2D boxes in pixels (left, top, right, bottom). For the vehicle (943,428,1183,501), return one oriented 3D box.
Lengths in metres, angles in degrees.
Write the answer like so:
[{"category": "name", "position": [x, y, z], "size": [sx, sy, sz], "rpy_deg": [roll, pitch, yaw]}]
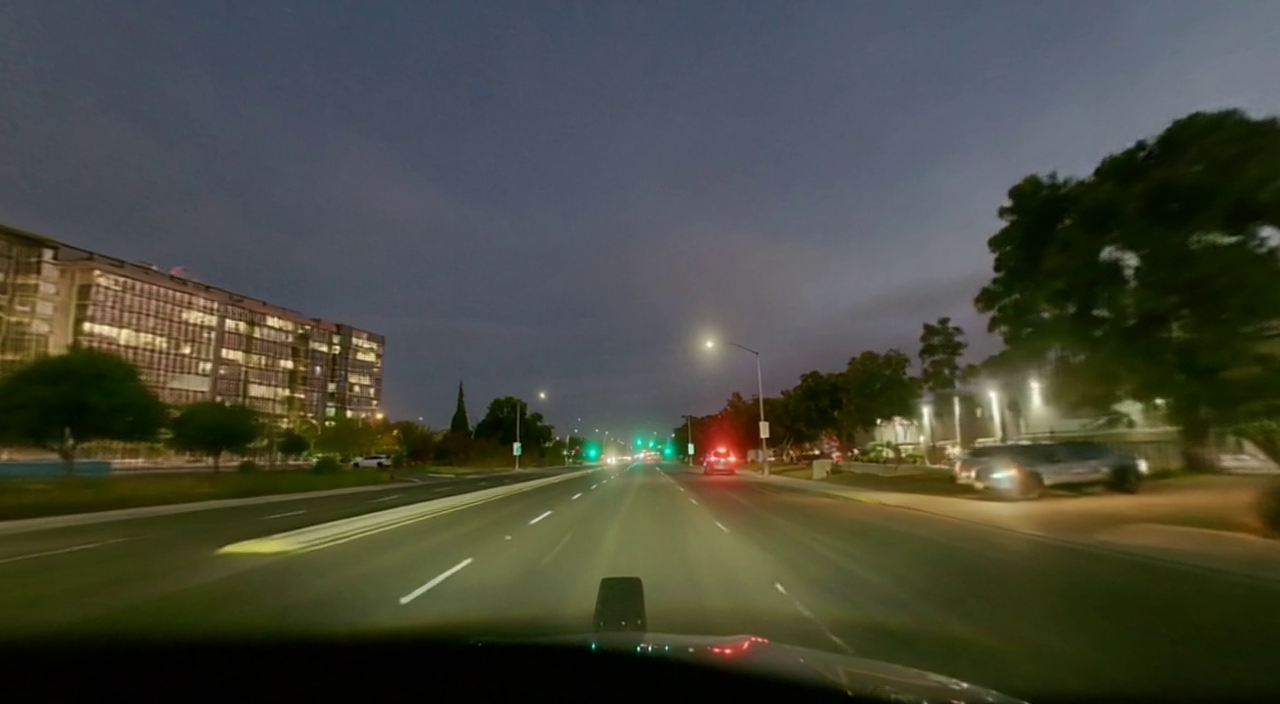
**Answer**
[{"category": "vehicle", "position": [11.269, 3.030, 17.060], "size": [4.903, 1.831, 2.098], "rpy_deg": [0, -8, 2]}]
